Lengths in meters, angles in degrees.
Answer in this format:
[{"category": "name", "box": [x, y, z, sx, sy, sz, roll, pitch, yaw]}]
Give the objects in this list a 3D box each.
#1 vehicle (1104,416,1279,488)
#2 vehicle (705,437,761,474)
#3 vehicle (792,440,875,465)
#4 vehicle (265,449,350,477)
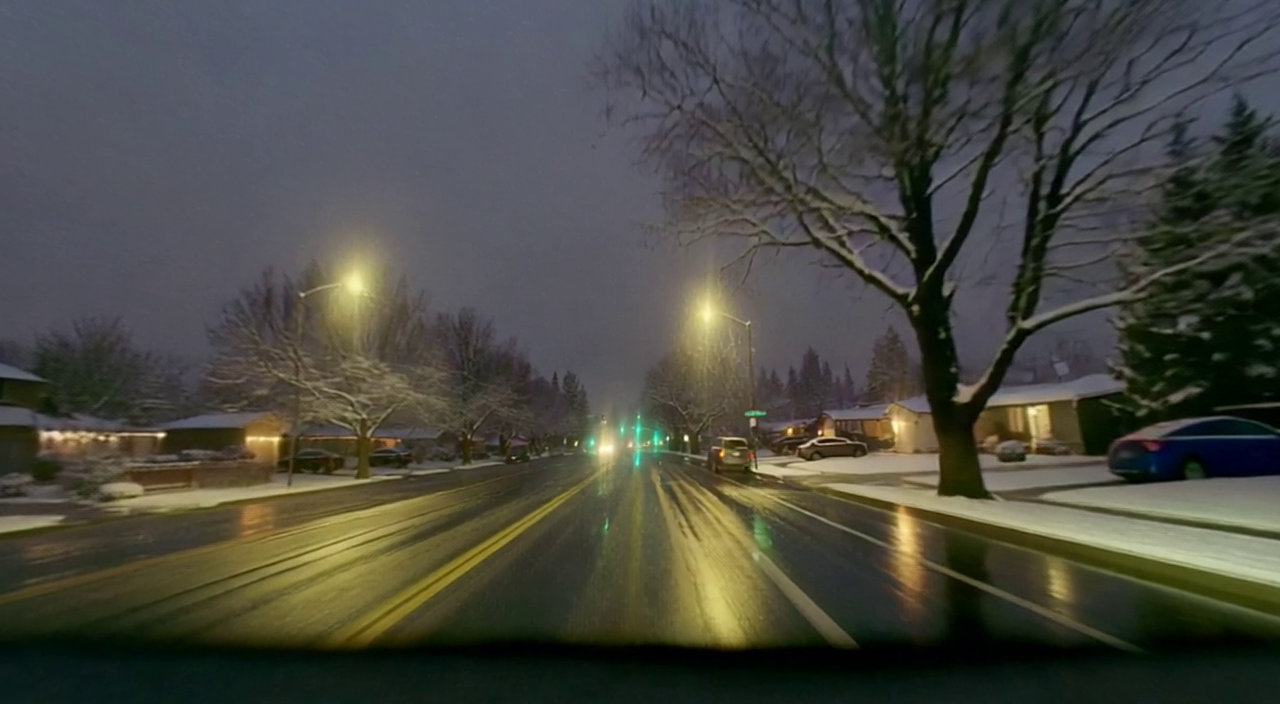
[{"category": "vehicle", "box": [13.942, 2.285, 14.833, 4.570, 1.502, 1.877, -1, -7, -1]}, {"category": "vehicle", "box": [4.884, 5.527, 33.981, 2.196, 1.801, 4.778, 0, -8, -1]}, {"category": "vehicle", "box": [12.135, 6.306, 39.755, 4.577, 1.490, 1.903, 0, -8, 0]}, {"category": "vehicle", "box": [-21.079, 7.039, 40.190, 4.272, 1.688, 1.990, 0, -8, -1]}]
